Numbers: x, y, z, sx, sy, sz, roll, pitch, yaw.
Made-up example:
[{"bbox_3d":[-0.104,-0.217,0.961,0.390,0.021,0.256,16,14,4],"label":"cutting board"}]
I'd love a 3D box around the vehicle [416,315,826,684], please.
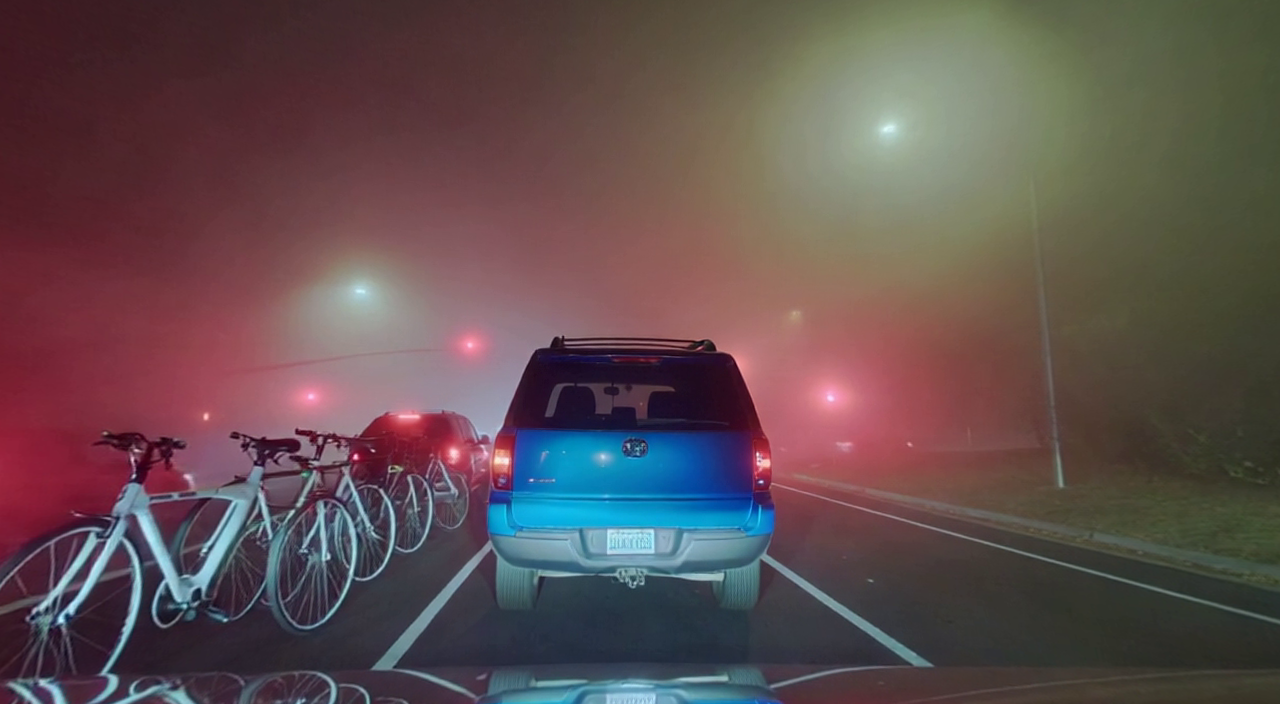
[{"bbox_3d":[-0.246,1.159,6.003,2.333,2.087,4.586,0,-8,-4],"label":"vehicle"}]

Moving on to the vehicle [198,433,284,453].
[{"bbox_3d":[-30.203,6.912,47.884,5.107,1.499,1.778,1,-9,-8],"label":"vehicle"}]

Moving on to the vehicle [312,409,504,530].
[{"bbox_3d":[-4.207,2.230,12.643,2.337,1.858,5.409,1,-9,-7],"label":"vehicle"}]

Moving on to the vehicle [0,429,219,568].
[{"bbox_3d":[-8.007,1.790,8.209,2.026,1.479,4.712,0,-8,-4],"label":"vehicle"}]
